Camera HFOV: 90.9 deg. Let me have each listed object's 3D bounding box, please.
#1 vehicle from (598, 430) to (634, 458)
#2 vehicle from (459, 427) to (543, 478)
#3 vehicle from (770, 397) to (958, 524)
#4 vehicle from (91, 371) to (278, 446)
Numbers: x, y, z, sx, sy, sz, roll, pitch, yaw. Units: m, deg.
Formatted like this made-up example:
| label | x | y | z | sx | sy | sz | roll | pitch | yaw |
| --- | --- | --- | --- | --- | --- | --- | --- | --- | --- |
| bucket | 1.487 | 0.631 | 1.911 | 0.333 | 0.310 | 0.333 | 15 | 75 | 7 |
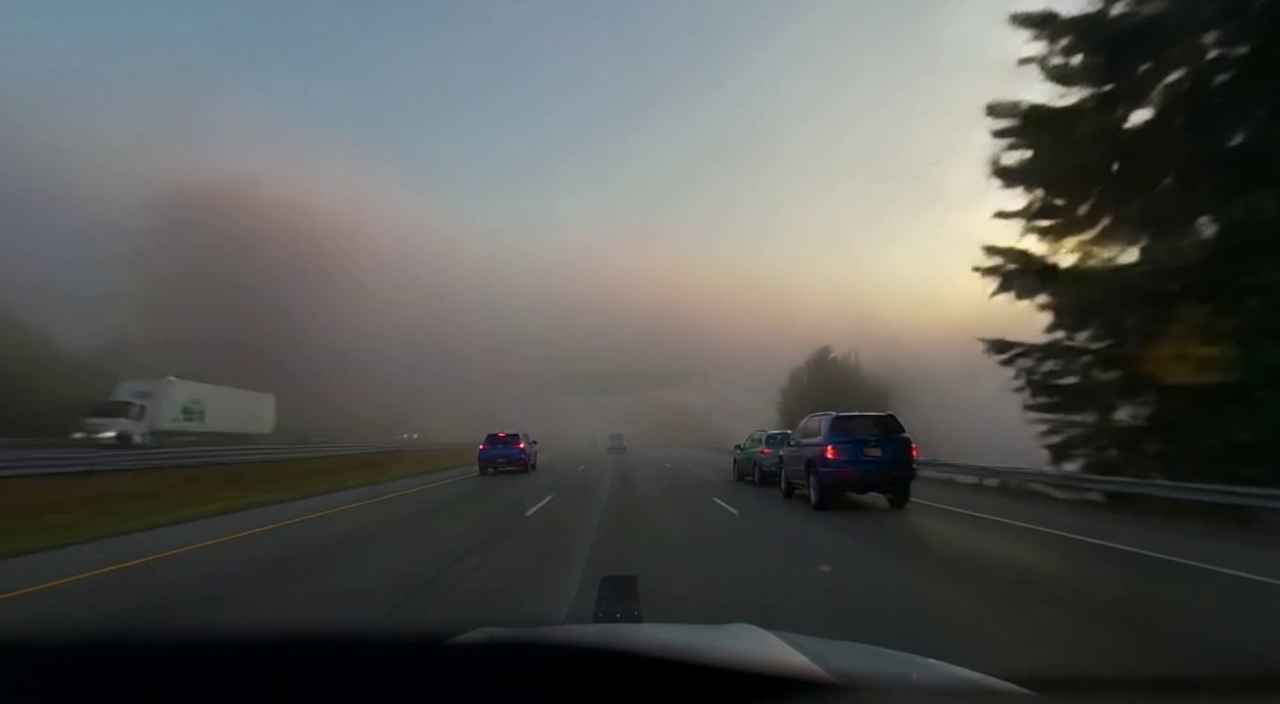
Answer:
| label | x | y | z | sx | sy | sz | roll | pitch | yaw |
| --- | --- | --- | --- | --- | --- | --- | --- | --- | --- |
| vehicle | -1.527 | 5.814 | 40.136 | 2.159 | 1.690 | 3.720 | 0 | -7 | -2 |
| vehicle | -4.766 | 3.490 | 22.264 | 2.100 | 1.590 | 4.077 | 0 | -7 | -1 |
| vehicle | 3.744 | 1.848 | 11.231 | 1.976 | 1.905 | 3.263 | 0 | -7 | -3 |
| vehicle | -27.690 | 3.812 | 39.637 | 2.835 | 3.950 | 12.765 | 0 | -7 | -3 |
